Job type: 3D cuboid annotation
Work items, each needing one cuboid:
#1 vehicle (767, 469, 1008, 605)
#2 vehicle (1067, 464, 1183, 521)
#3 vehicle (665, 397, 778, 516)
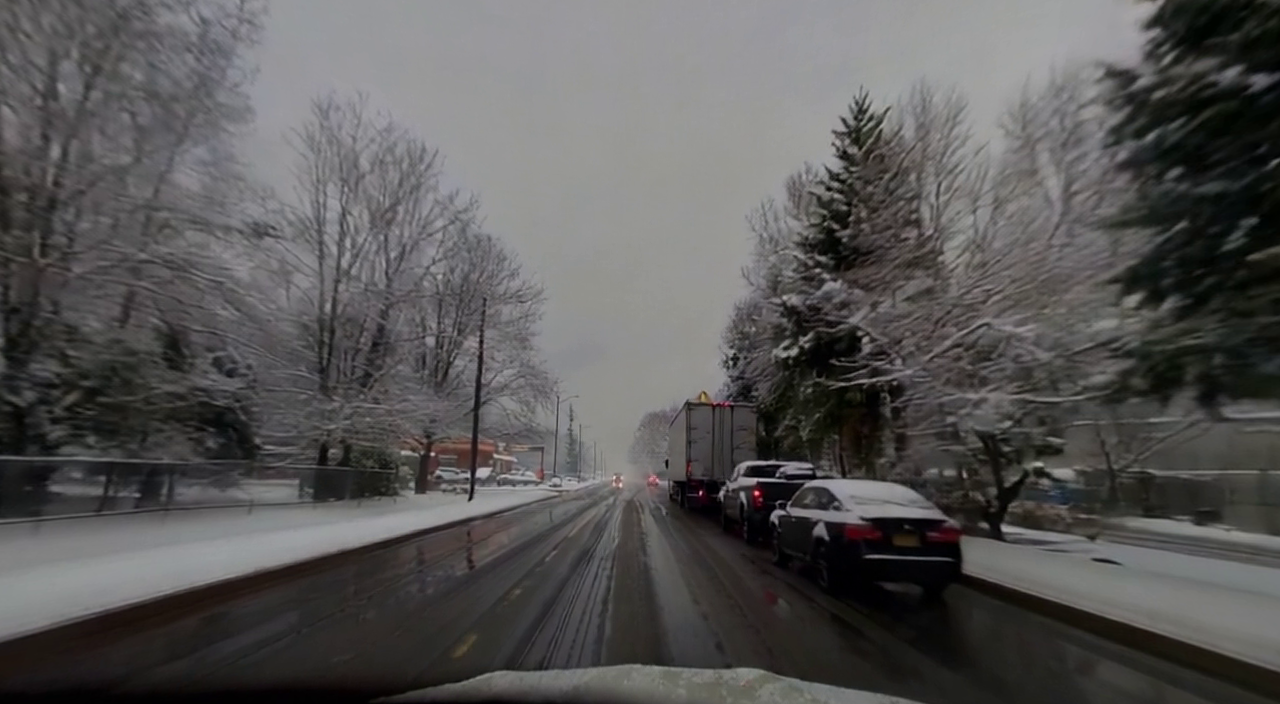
[{"bbox_3d":[3.203,2.482,9.147,1.844,1.498,3.898,1,-11,-1],"label":"vehicle"},{"bbox_3d":[18.836,5.459,24.618,2.436,2.052,2.410,0,-11,2],"label":"vehicle"},{"bbox_3d":[3.083,4.947,28.909,2.990,4.098,13.928,1,-11,-1],"label":"vehicle"}]
